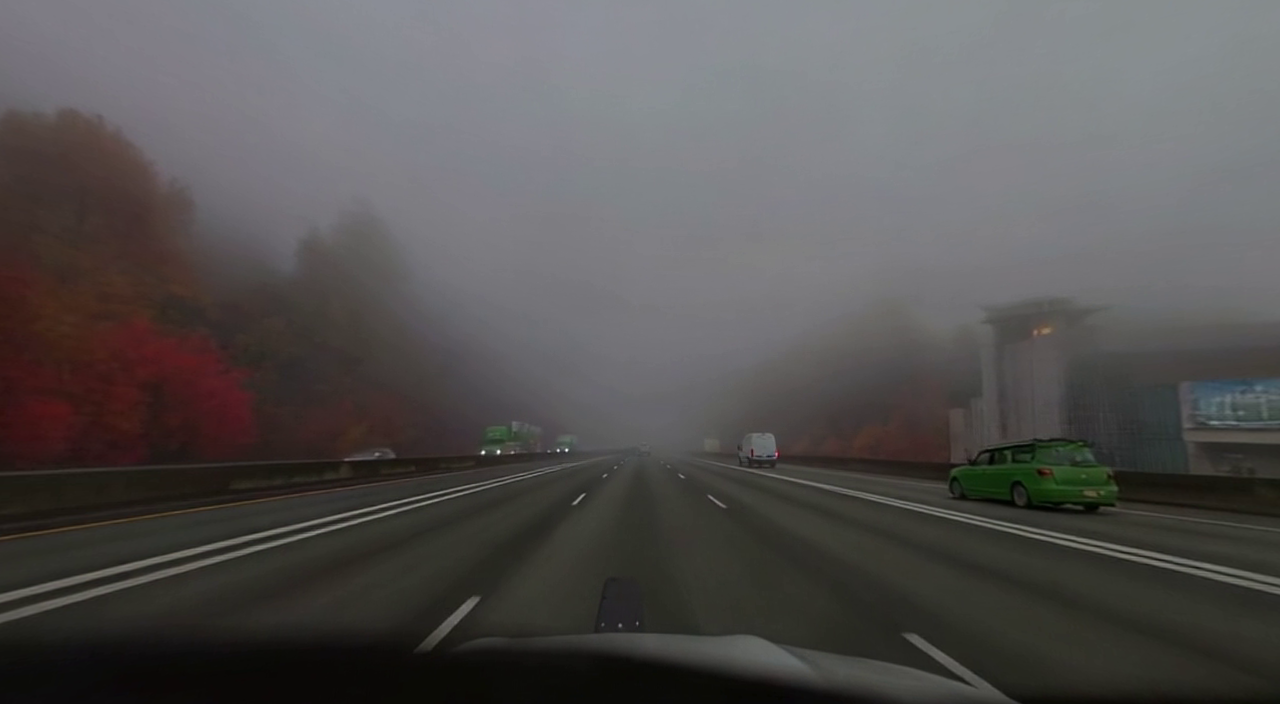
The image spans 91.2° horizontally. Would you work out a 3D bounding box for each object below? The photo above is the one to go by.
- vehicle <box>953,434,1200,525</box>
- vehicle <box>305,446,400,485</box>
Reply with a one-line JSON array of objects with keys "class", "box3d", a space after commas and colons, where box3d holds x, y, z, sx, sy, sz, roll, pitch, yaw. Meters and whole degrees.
[{"class": "vehicle", "box3d": [8.412, 2.471, 12.657, 1.874, 1.494, 4.082, 0, -9, -3]}, {"class": "vehicle", "box3d": [-12.254, 4.839, 27.103, 1.918, 1.504, 4.582, 0, -9, 0]}]
